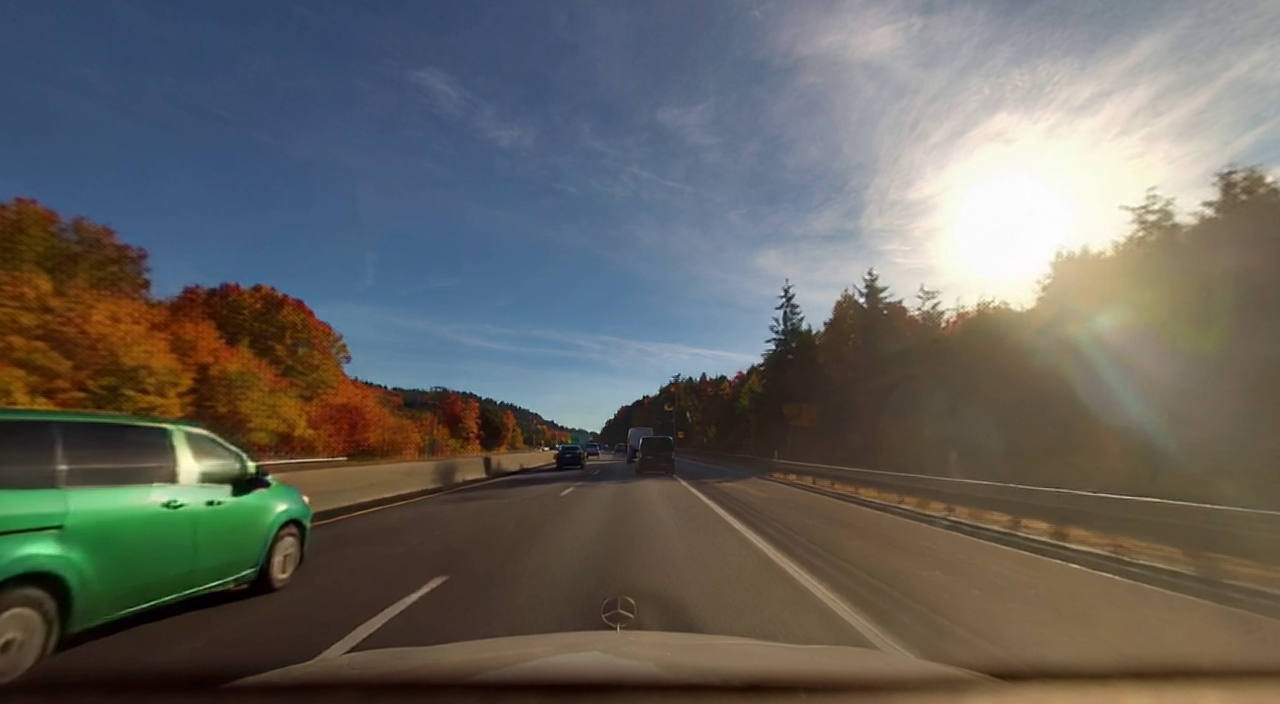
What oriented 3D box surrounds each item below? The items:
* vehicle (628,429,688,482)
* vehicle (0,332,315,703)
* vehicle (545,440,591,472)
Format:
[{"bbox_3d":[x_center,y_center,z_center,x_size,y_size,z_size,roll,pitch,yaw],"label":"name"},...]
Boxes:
[{"bbox_3d":[0.635,4.192,25.606,2.179,1.930,4.538,0,-9,-2],"label":"vehicle"},{"bbox_3d":[-3.943,0.939,3.638,2.021,1.790,3.907,0,-9,-1],"label":"vehicle"},{"bbox_3d":[-3.947,5.816,35.192,2.088,1.688,4.365,0,-9,-1],"label":"vehicle"}]
